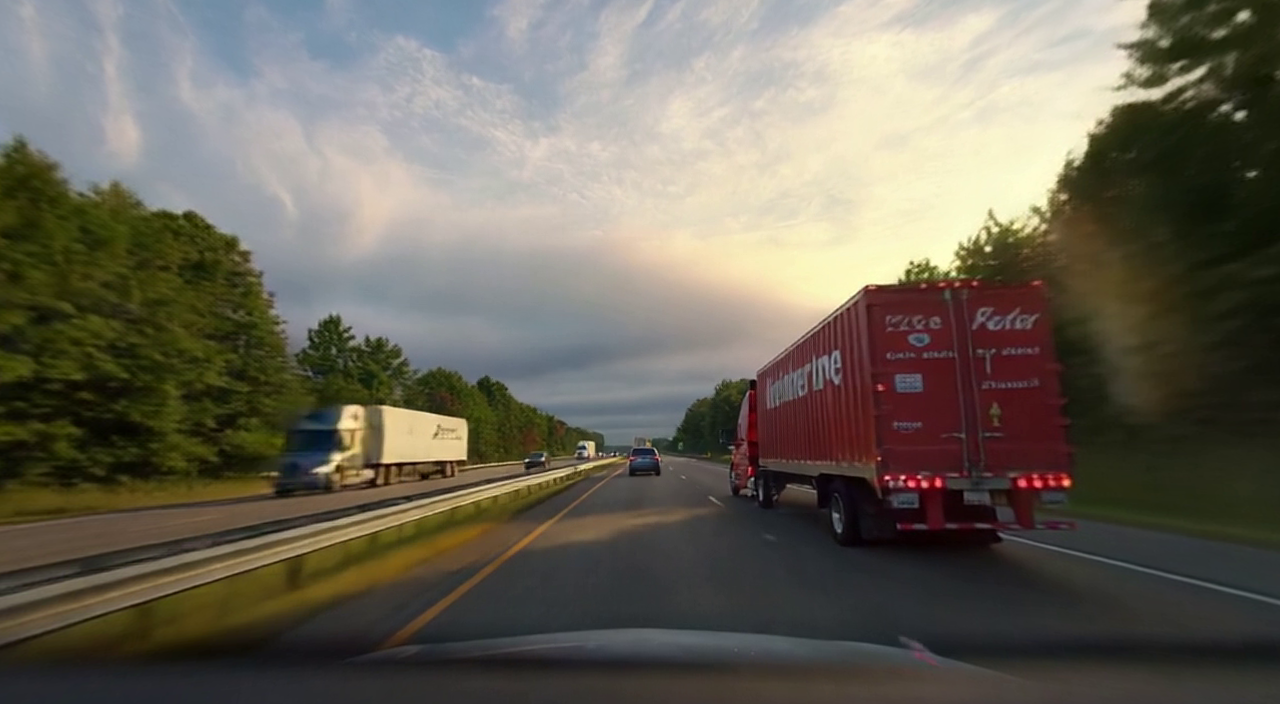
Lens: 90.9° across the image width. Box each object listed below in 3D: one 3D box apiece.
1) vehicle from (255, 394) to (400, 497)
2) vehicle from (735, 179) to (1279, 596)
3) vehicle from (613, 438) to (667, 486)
[{"bbox_3d":[-13.161,4.050,27.240,3.089,3.941,5.838,0,-9,0],"label":"vehicle"},{"bbox_3d":[4.354,1.213,12.274,3.030,3.985,12.707,0,-9,0],"label":"vehicle"},{"bbox_3d":[0.015,4.618,26.773,2.105,1.865,4.102,0,-9,0],"label":"vehicle"}]
